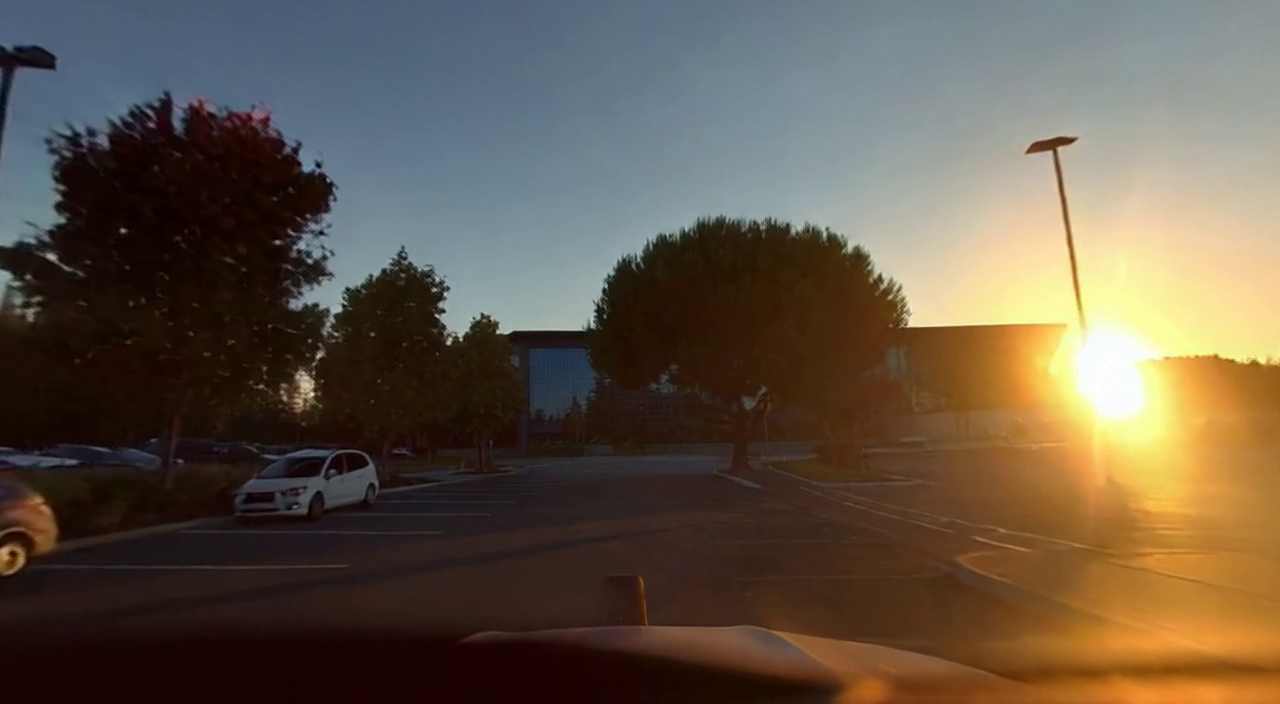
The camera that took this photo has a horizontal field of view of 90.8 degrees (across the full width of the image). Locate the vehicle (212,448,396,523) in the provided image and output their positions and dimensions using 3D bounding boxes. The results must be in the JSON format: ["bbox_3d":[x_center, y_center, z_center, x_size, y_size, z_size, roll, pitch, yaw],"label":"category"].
[{"bbox_3d":[-8.970,3.552,17.537,2.360,1.741,4.912,0,-9,0],"label":"vehicle"}]

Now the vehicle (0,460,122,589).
[{"bbox_3d":[-8.840,2.052,7.206,2.038,1.525,4.383,0,-9,2],"label":"vehicle"}]
